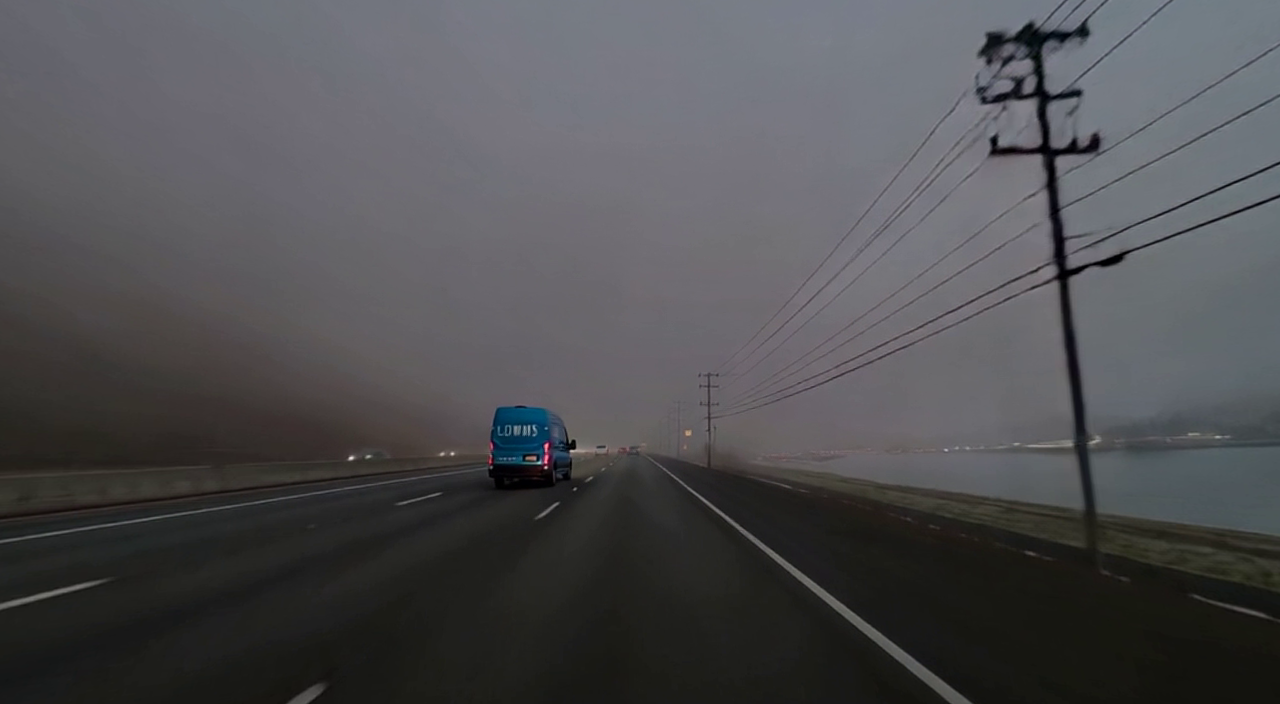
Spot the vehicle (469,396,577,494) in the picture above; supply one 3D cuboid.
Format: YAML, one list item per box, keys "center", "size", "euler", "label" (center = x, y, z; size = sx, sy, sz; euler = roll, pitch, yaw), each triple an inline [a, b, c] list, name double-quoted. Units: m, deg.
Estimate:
- center: [-3.654, 3.114, 21.279]
  size: [2.331, 2.757, 6.581]
  euler: [0, -8, 0]
  label: "vehicle"
